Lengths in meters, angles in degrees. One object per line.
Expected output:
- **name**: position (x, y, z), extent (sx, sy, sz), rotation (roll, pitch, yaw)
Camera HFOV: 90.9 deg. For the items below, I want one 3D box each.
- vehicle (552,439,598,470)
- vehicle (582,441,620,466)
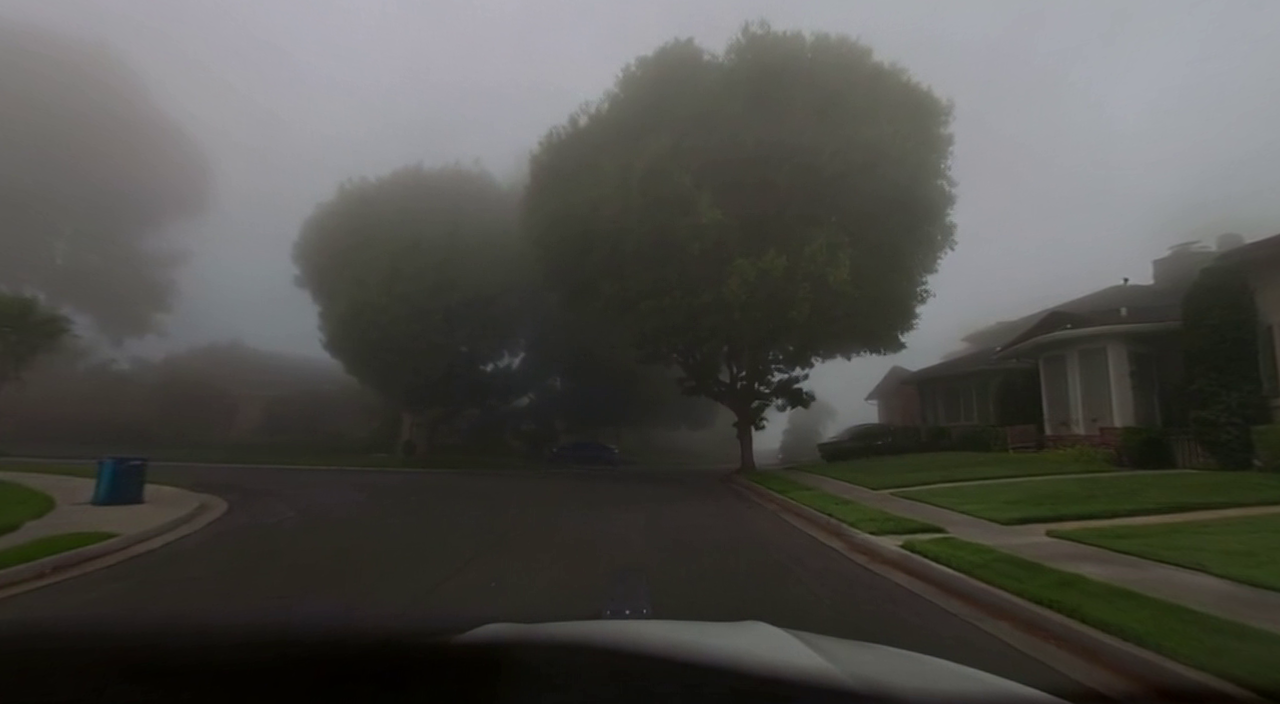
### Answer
- **vehicle**: position (-4.140, 6.570, 40.784), extent (2.180, 1.752, 4.700), rotation (-3, -8, 3)
- **vehicle**: position (-2.966, 7.734, 48.423), extent (2.058, 1.749, 4.560), rotation (-3, -8, 6)
